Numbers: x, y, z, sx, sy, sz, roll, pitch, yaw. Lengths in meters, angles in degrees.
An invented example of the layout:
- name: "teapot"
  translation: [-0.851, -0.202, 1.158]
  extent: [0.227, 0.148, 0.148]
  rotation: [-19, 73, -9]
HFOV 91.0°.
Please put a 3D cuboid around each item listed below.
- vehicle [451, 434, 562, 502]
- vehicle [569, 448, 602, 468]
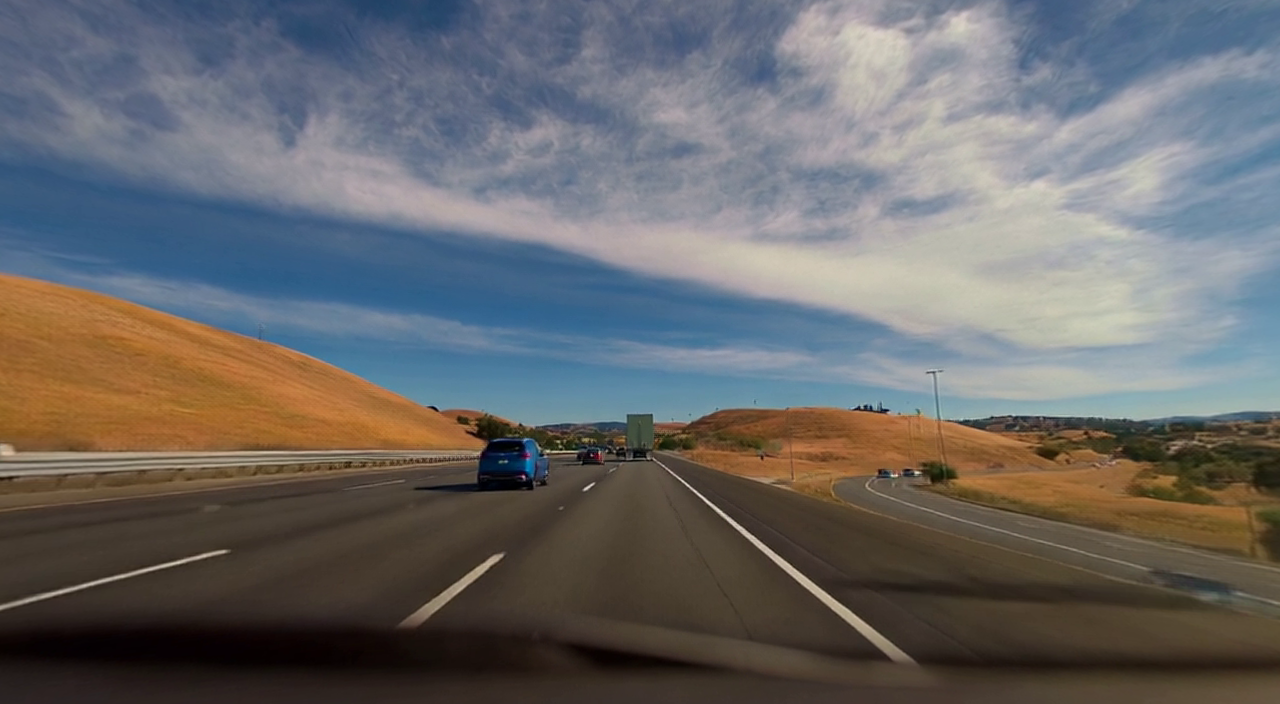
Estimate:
- name: "vehicle"
  translation: [-3.759, 3.377, 18.735]
  extent: [2.194, 1.725, 4.698]
  rotation: [0, -9, 1]
- name: "vehicle"
  translation: [-4.184, 8.214, 49.105]
  extent: [2.101, 1.476, 4.471]
  rotation: [0, -9, 0]
